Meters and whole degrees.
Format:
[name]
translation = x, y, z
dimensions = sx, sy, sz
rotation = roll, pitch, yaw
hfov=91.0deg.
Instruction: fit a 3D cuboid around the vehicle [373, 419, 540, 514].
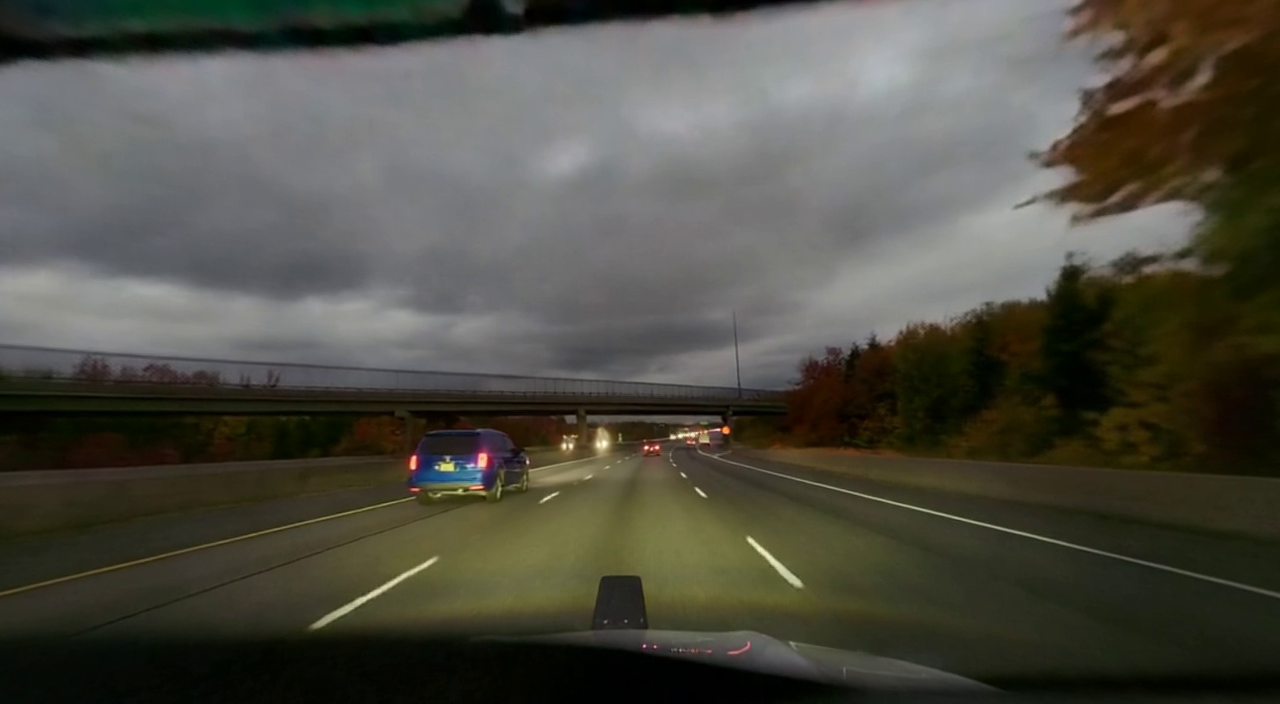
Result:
[vehicle]
translation = -3.684, 2.397, 13.675
dimensions = 2.177, 1.707, 4.432
rotation = 0, -8, 2
